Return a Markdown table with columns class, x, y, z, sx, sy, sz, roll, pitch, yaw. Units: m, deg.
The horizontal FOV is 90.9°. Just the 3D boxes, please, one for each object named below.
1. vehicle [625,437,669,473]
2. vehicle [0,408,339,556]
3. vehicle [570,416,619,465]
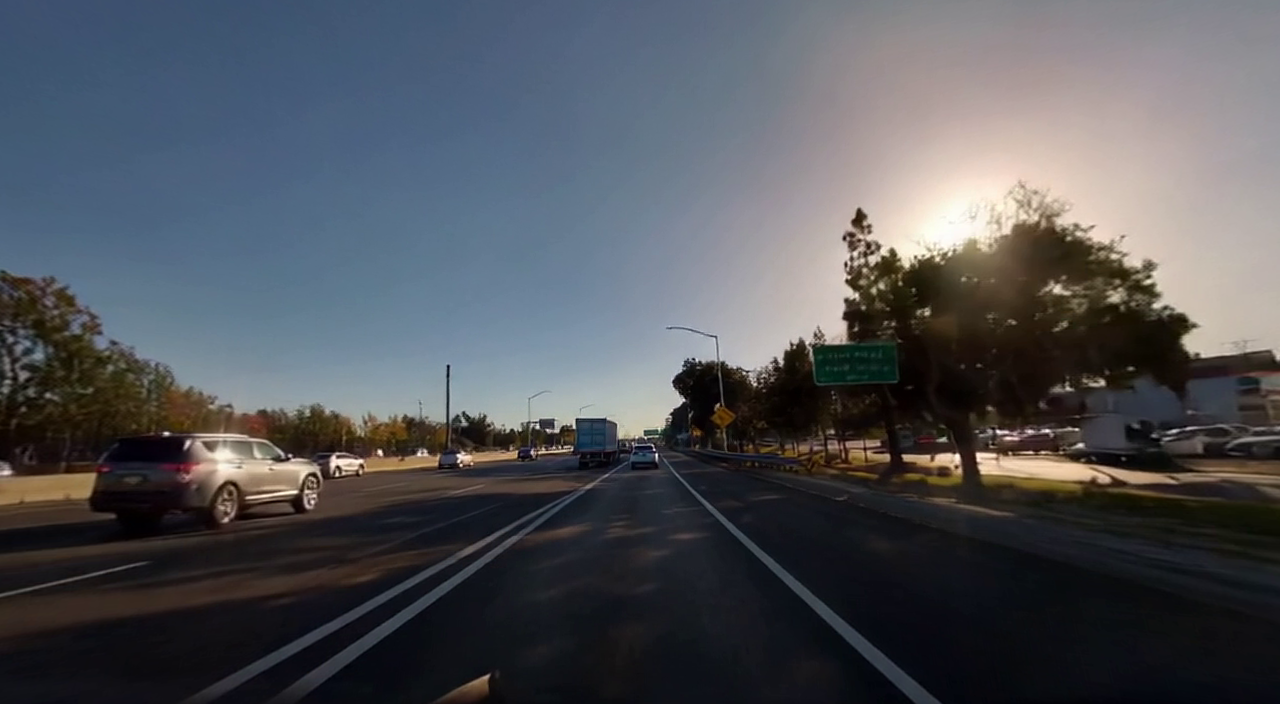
| class | x | y | z | sx | sy | sz | roll | pitch | yaw |
| --- | --- | --- | --- | --- | --- | --- | --- | --- | --- |
| vehicle | 0.354 | 5.627 | 34.644 | 2.227 | 1.794 | 4.646 | 0 | -8 | 0 |
| vehicle | -7.518 | 2.066 | 10.774 | 2.165 | 1.903 | 4.917 | 0 | -8 | 2 |
| vehicle | -3.333 | 6.864 | 48.584 | 2.796 | 3.426 | 8.553 | 0 | -8 | 2 |
